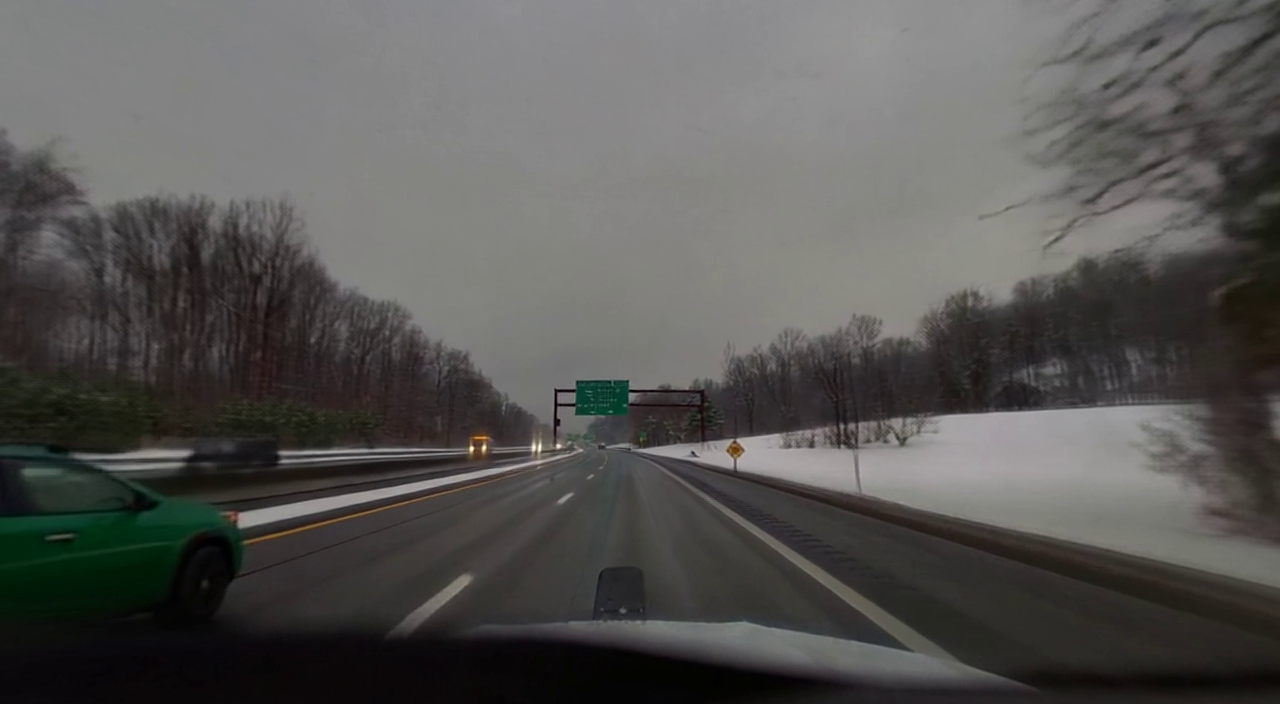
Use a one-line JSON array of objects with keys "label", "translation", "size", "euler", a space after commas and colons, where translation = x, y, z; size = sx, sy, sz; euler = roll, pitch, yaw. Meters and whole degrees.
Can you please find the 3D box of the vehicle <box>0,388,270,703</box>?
[{"label": "vehicle", "translation": [-3.854, 0.941, 2.825], "size": [1.990, 1.532, 3.911], "euler": [0, -9, 0]}]
